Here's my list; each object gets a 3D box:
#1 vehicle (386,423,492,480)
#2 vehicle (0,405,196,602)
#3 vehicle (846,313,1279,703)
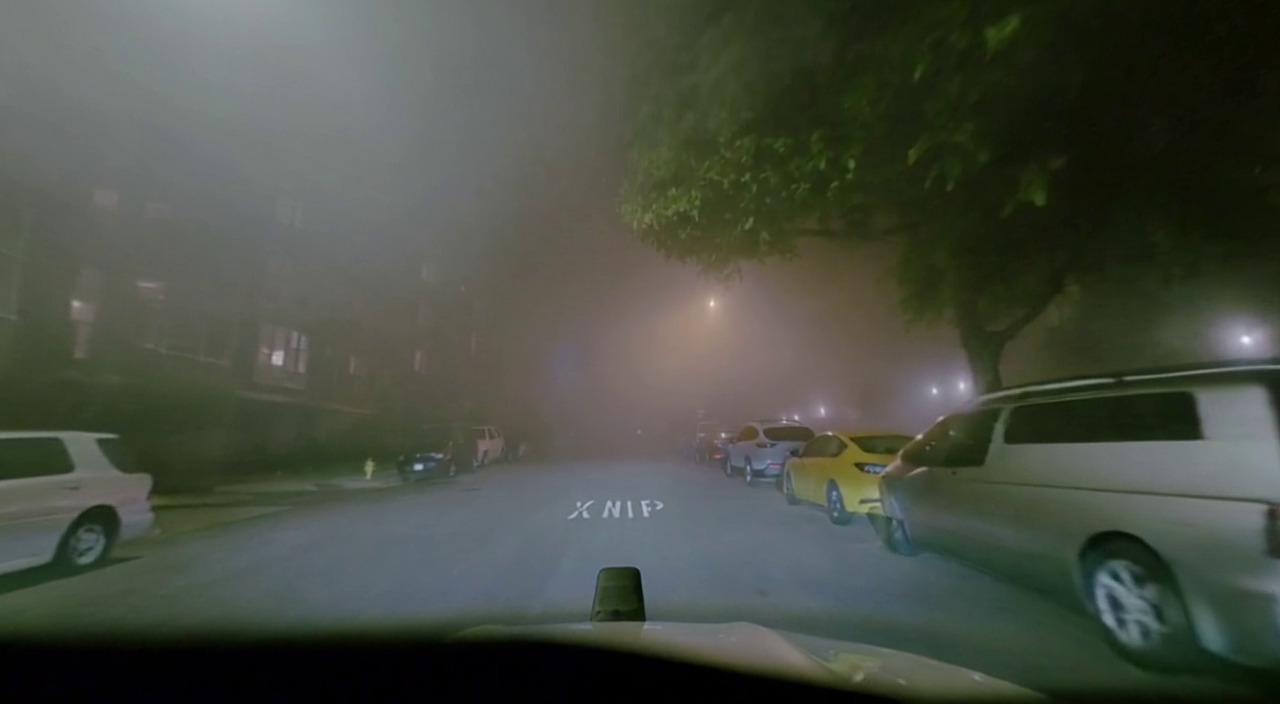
[{"bbox_3d":[-7.501,3.832,24.184,2.384,1.781,5.492,-3,-9,-1],"label":"vehicle"},{"bbox_3d":[-7.070,1.471,5.913,2.235,1.802,5.138,-2,-9,-3],"label":"vehicle"},{"bbox_3d":[4.165,1.187,5.749,2.365,1.970,6.011,0,-8,-2],"label":"vehicle"}]
